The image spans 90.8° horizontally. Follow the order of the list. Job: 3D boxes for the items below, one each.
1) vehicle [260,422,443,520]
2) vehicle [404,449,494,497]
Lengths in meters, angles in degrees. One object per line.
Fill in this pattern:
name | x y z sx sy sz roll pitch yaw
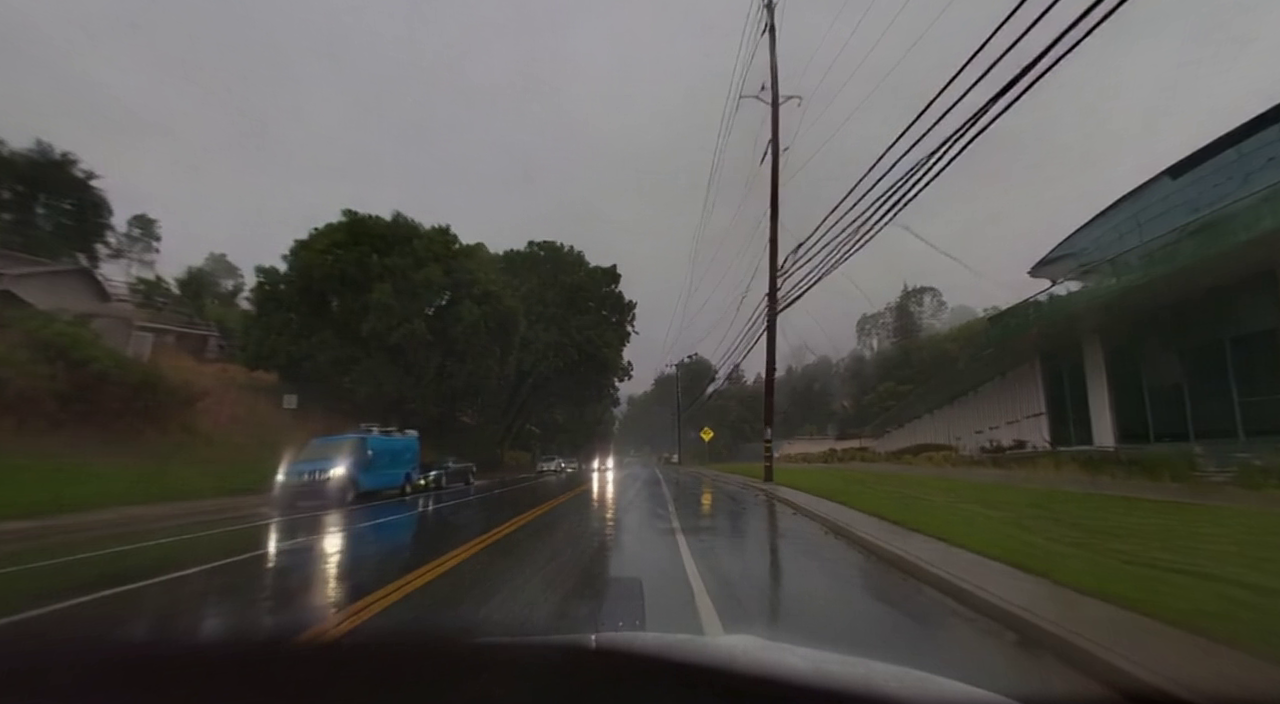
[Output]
vehicle | -7.376 3.081 16.881 2.295 1.989 5.055 -6 -9 3
vehicle | -7.217 4.681 24.376 1.940 1.514 4.544 -4 -11 2
